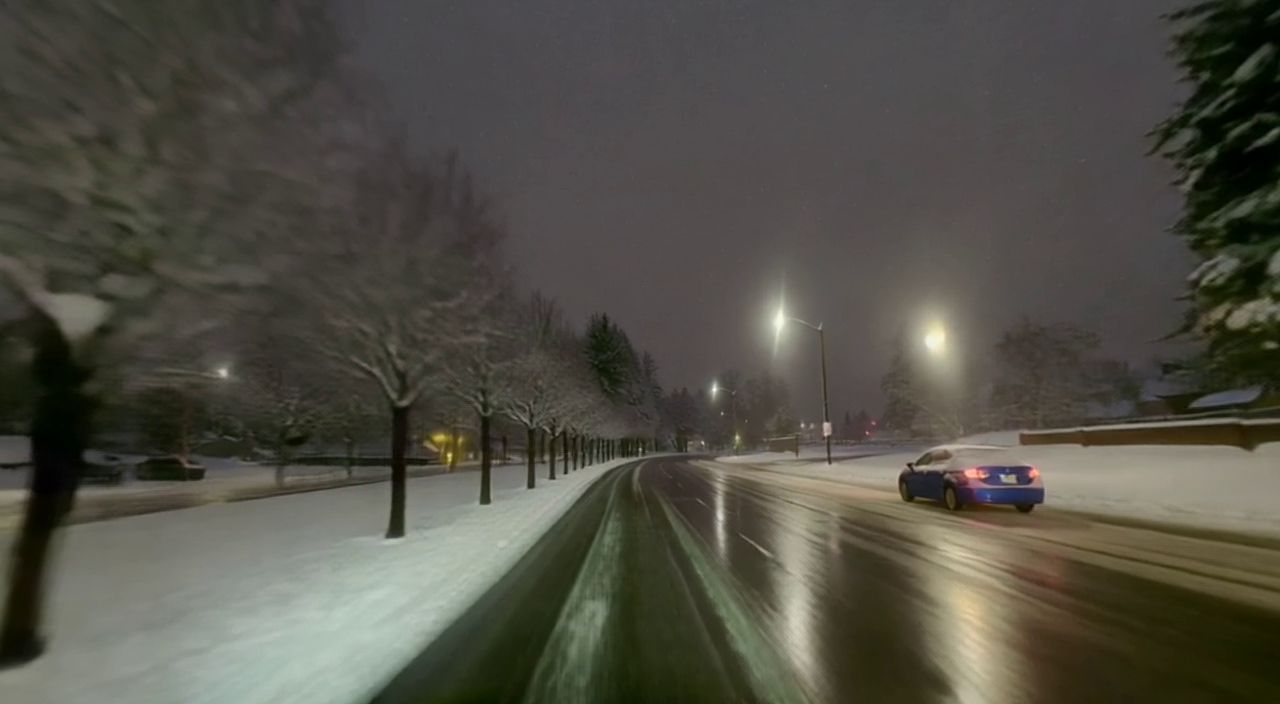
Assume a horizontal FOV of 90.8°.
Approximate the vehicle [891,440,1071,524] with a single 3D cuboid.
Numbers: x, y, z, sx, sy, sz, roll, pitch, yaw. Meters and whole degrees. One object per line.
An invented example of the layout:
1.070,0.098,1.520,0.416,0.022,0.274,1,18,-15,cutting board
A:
6.908,2.637,13.259,1.797,1.518,3.433,0,-9,0,vehicle
